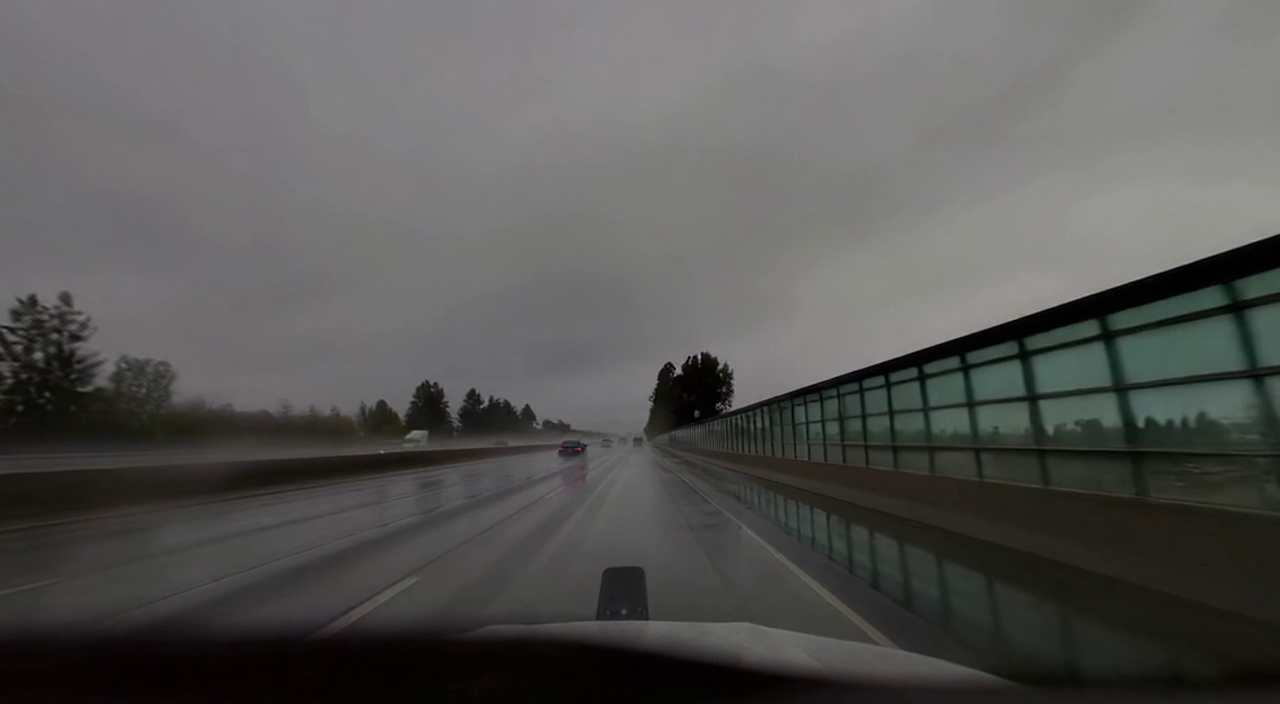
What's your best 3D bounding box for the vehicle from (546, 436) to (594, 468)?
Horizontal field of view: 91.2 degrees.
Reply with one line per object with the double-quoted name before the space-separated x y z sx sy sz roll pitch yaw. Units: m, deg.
"vehicle" -3.614 5.286 33.250 2.059 1.541 4.296 0 -8 -1
